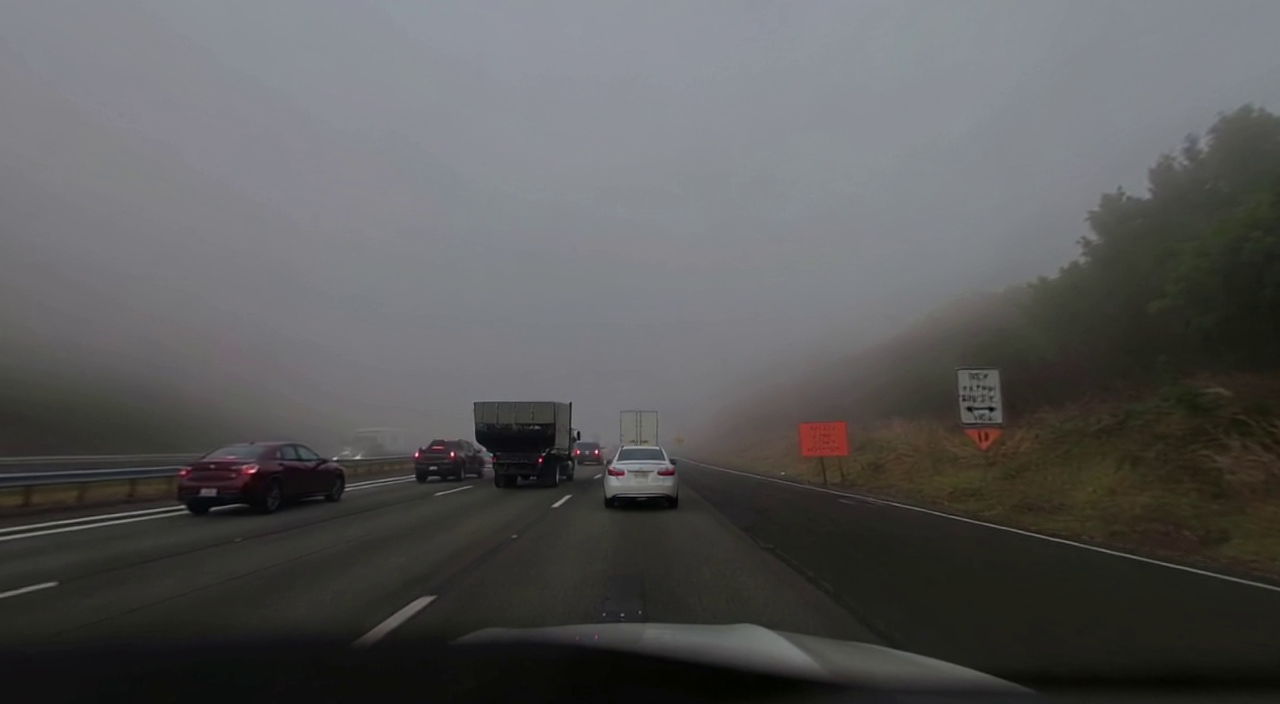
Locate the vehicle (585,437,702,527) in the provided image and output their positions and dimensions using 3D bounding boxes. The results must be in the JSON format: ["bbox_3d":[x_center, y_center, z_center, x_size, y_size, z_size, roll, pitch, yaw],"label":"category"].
[{"bbox_3d":[0.035,2.467,12.463,1.995,1.495,3.380,0,-9,-1],"label":"vehicle"}]

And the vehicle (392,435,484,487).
[{"bbox_3d":[-7.475,4.070,23.818,1.952,1.746,4.332,-1,-9,1],"label":"vehicle"}]

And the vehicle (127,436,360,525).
[{"bbox_3d":[-7.973,2.599,13.371,1.879,1.521,4.623,-1,-9,1],"label":"vehicle"}]

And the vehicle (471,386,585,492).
[{"bbox_3d":[-3.849,3.302,23.651,2.812,3.342,7.248,-1,-9,1],"label":"vehicle"}]
